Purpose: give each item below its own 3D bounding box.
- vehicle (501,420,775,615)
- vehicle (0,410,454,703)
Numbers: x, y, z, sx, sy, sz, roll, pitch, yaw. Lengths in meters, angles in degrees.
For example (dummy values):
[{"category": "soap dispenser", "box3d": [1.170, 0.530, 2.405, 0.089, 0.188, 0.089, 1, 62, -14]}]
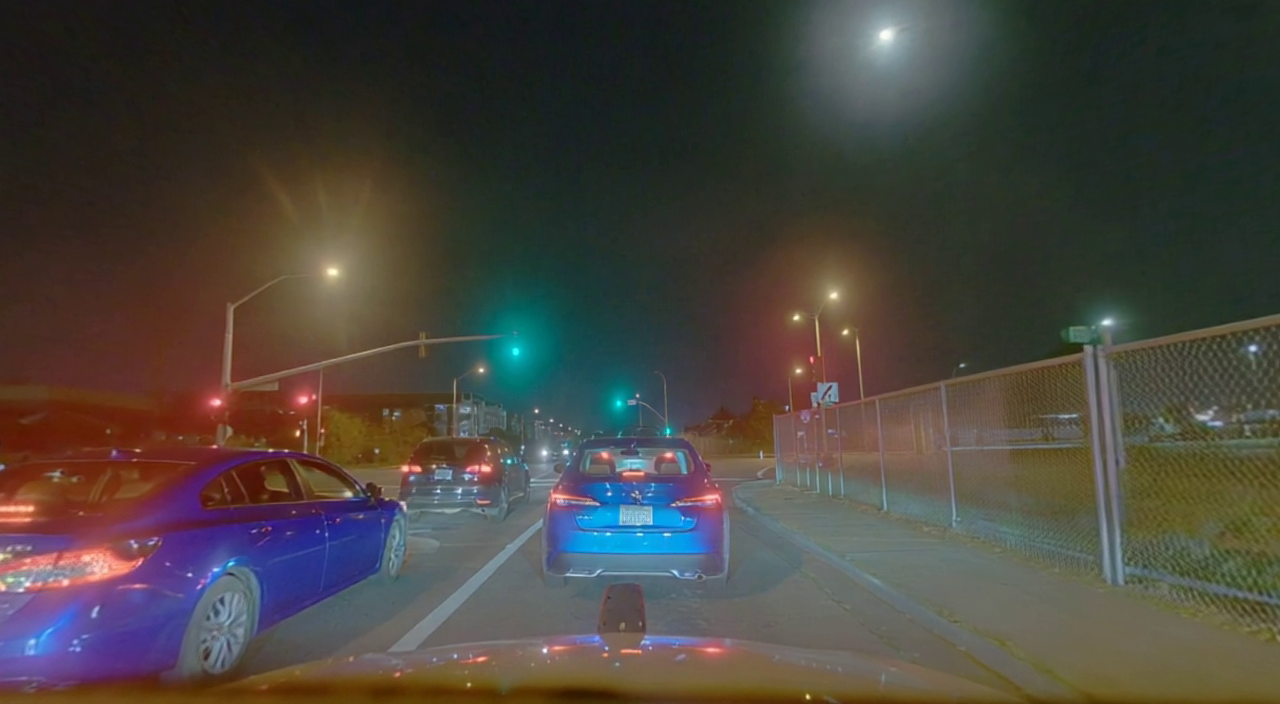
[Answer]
[{"category": "vehicle", "box3d": [-0.014, 1.603, 7.019, 2.144, 1.514, 4.063, 0, -9, 0]}, {"category": "vehicle", "box3d": [-3.203, 1.335, 4.954, 1.971, 1.488, 4.581, 0, -9, 1]}]
